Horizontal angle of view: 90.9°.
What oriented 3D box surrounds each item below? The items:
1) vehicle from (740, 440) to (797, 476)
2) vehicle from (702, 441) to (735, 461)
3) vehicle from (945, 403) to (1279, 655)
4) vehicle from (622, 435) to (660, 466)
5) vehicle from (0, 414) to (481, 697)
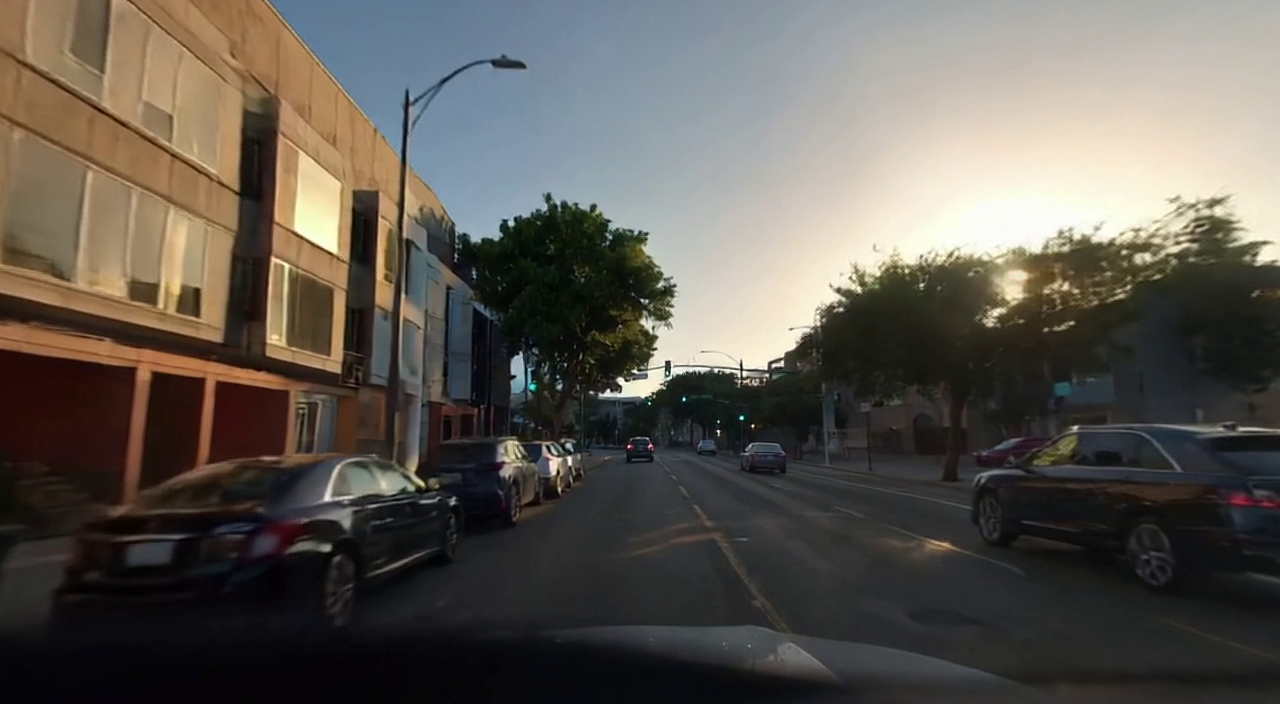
[{"bbox_3d":[5.618,4.652,27.920,1.799,1.463,3.464,0,-8,0],"label":"vehicle"},{"bbox_3d":[5.923,7.512,48.005,1.917,1.467,4.452,0,-8,-1],"label":"vehicle"},{"bbox_3d":[4.998,1.439,6.175,1.891,1.599,4.173,0,-8,0],"label":"vehicle"},{"bbox_3d":[0.042,5.869,37.646,2.122,1.689,3.885,0,-8,0],"label":"vehicle"},{"bbox_3d":[-2.982,1.407,5.595,1.843,1.482,4.310,-1,-8,2],"label":"vehicle"}]
